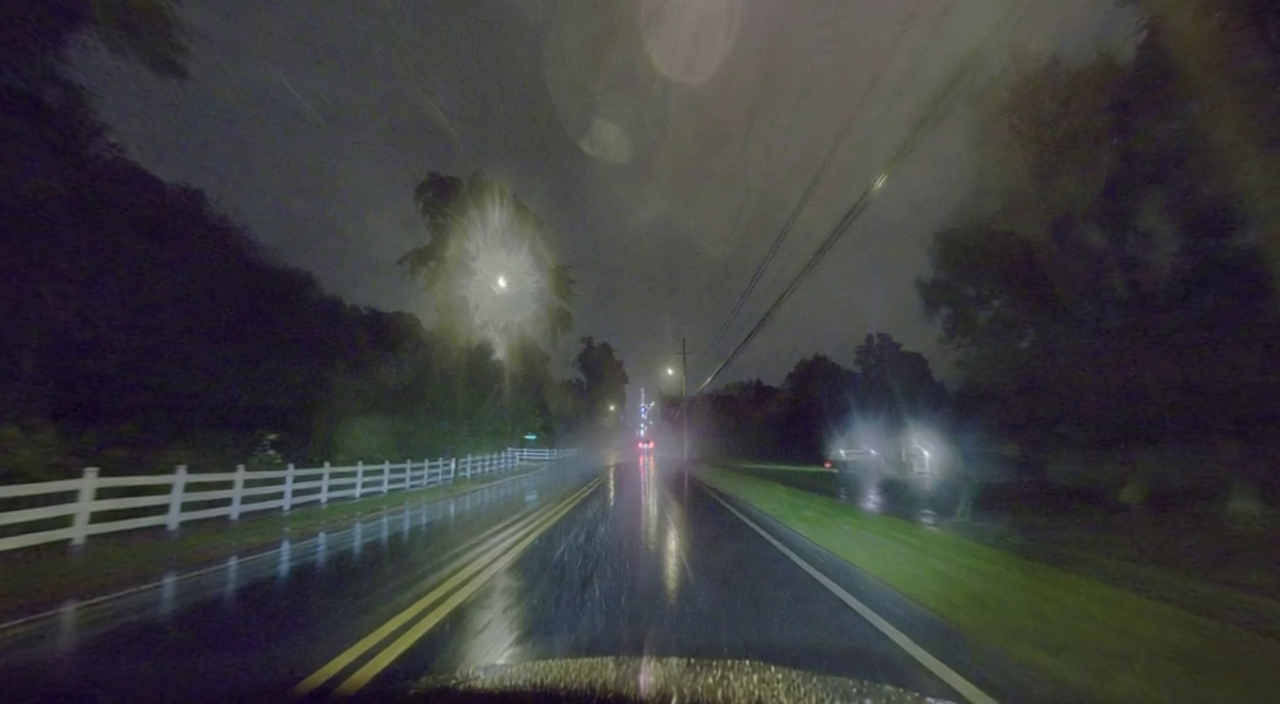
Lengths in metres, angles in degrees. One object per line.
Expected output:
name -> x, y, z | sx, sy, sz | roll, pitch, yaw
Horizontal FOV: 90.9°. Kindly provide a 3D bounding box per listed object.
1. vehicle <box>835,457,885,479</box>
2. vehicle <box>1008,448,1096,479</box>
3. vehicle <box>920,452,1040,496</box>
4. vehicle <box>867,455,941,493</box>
vehicle -> 16.332, 8.616, 47.014 | 2.001, 1.450, 4.481 | 0, -9, -2
vehicle -> 21.867, 5.938, 33.629 | 1.782, 1.451, 3.741 | -2, -10, -7
vehicle -> 18.373, 6.592, 34.465 | 2.328, 1.955, 5.699 | -2, -9, -14
vehicle -> 14.546, 6.714, 35.119 | 2.009, 1.781, 5.311 | -1, -8, 2
